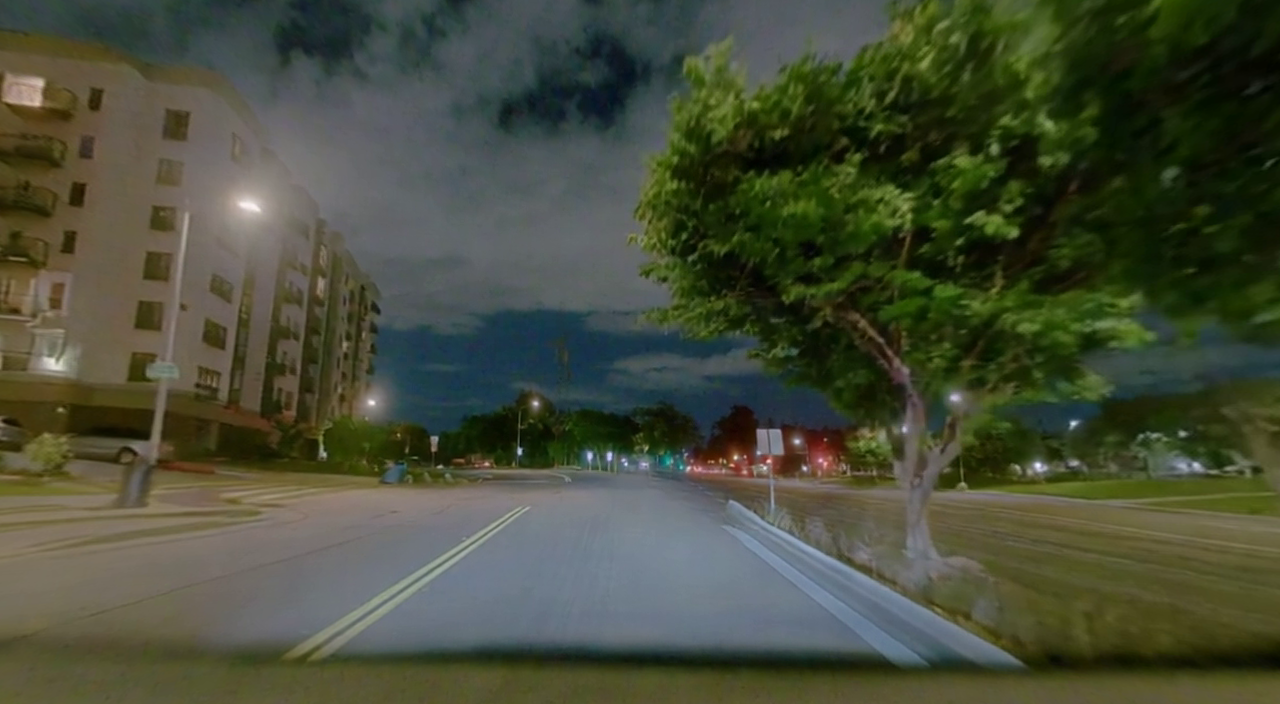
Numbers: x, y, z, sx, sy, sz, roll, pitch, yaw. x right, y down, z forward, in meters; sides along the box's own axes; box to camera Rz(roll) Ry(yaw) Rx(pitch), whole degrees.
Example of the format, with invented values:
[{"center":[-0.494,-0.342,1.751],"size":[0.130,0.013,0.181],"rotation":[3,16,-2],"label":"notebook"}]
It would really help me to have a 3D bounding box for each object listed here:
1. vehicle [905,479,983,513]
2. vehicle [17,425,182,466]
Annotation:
[{"center":[19.888,9.402,41.615],"size":[2.322,1.818,4.871],"rotation":[1,-8,-5],"label":"vehicle"},{"center":[-19.793,3.440,23.269],"size":[4.322,1.436,1.827],"rotation":[0,-8,0],"label":"vehicle"}]
